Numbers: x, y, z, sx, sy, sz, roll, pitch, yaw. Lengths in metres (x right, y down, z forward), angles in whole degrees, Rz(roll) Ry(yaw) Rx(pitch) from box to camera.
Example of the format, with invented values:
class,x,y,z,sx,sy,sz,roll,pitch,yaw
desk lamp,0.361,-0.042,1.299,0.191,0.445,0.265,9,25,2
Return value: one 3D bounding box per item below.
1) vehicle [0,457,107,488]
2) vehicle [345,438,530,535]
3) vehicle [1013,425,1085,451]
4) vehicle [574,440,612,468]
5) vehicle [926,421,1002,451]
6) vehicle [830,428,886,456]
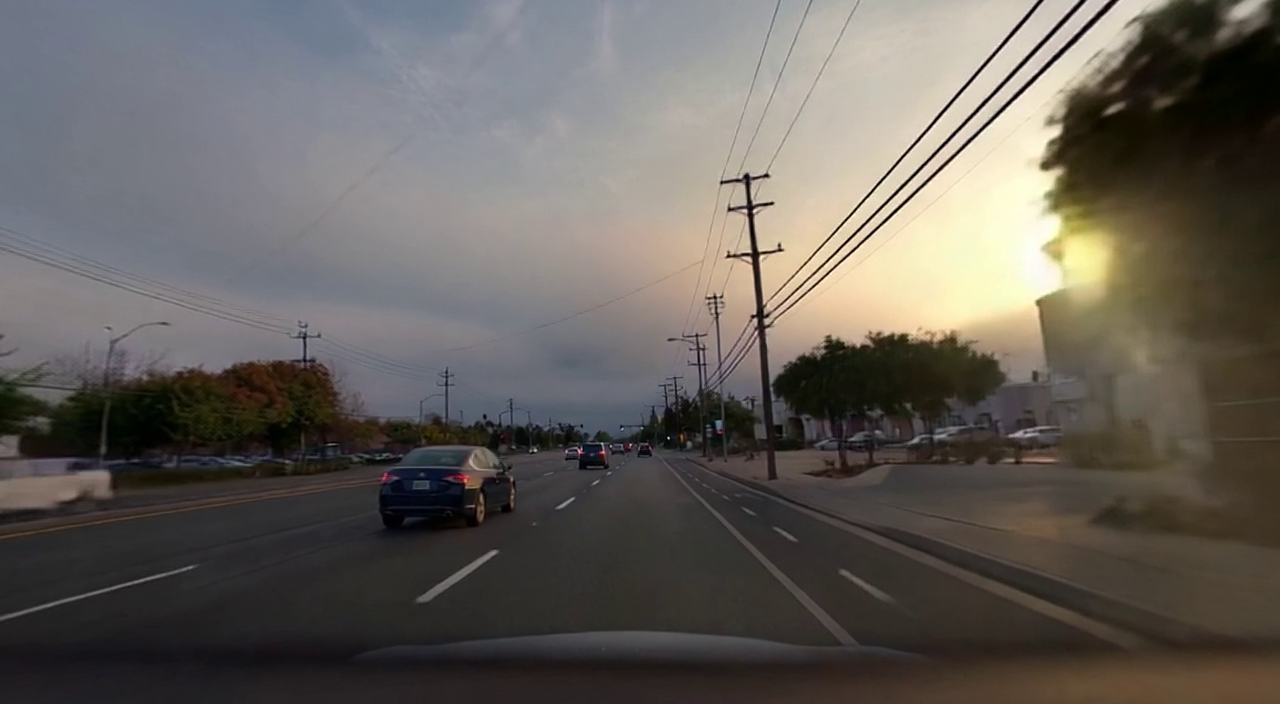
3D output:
class,x,y,z,sx,sy,sz,roll,pitch,yaw
vehicle,-40.275,8.119,42.619,5.876,1.927,2.237,5,-10,-26
vehicle,-3.530,2.428,12.016,1.942,1.469,4.426,0,-9,2
vehicle,28.961,6.110,44.757,1.985,1.739,4.397,1,-8,-4
vehicle,-3.072,6.772,41.813,2.087,1.736,4.311,0,-9,1
vehicle,23.030,6.021,45.056,2.266,1.951,5.849,2,-8,-1
vehicle,17.191,7.111,49.598,4.319,1.812,2.020,2,-11,-39
